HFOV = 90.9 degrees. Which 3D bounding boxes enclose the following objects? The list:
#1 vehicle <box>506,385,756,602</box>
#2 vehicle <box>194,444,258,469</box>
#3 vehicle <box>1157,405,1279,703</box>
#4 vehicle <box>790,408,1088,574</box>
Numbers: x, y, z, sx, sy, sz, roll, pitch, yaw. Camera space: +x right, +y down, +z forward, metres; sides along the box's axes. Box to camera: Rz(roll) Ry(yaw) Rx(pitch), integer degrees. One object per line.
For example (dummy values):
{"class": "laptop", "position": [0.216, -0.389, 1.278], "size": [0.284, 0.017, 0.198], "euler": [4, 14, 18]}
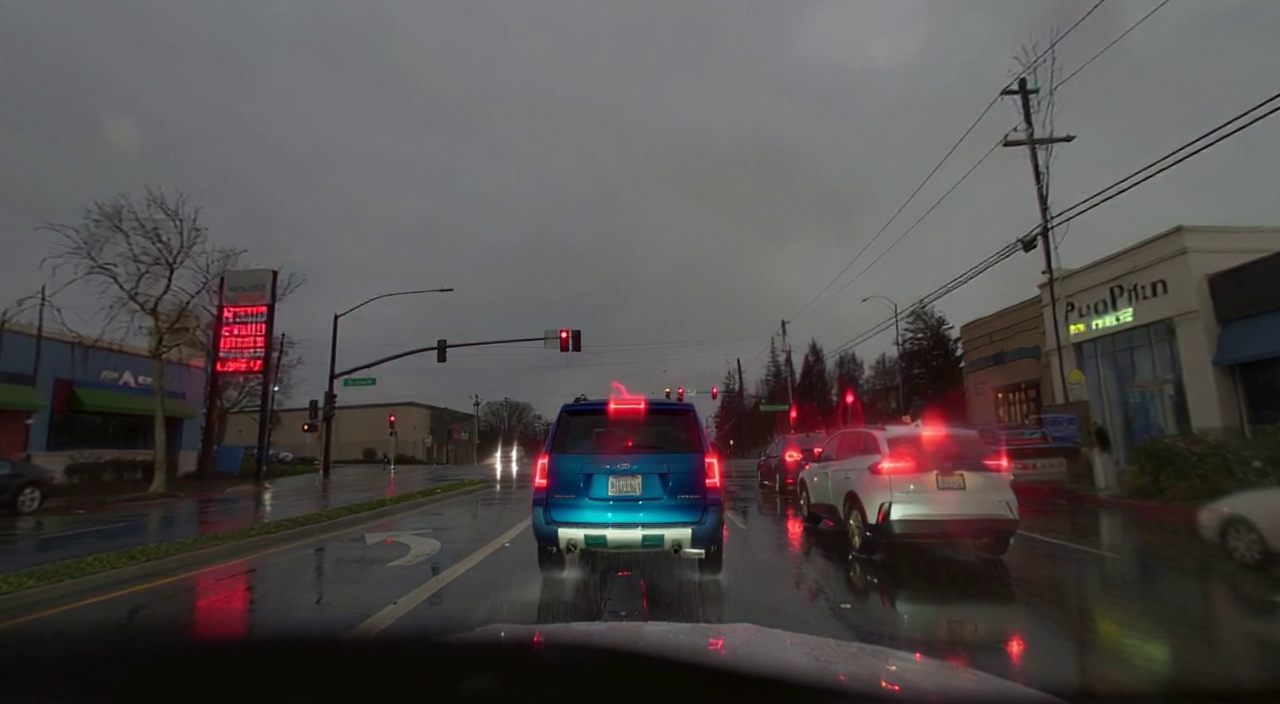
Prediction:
{"class": "vehicle", "position": [0.007, 1.539, 7.686], "size": [2.154, 1.861, 4.280], "euler": [0, -8, 3]}
{"class": "vehicle", "position": [-27.389, 6.880, 41.891], "size": [1.693, 1.563, 3.716], "euler": [0, -8, 0]}
{"class": "vehicle", "position": [3.369, 0.688, 0.632], "size": [1.884, 1.484, 4.609], "euler": [0, -8, 2]}
{"class": "vehicle", "position": [3.633, 1.763, 8.782], "size": [2.036, 1.719, 4.318], "euler": [0, -8, 0]}
